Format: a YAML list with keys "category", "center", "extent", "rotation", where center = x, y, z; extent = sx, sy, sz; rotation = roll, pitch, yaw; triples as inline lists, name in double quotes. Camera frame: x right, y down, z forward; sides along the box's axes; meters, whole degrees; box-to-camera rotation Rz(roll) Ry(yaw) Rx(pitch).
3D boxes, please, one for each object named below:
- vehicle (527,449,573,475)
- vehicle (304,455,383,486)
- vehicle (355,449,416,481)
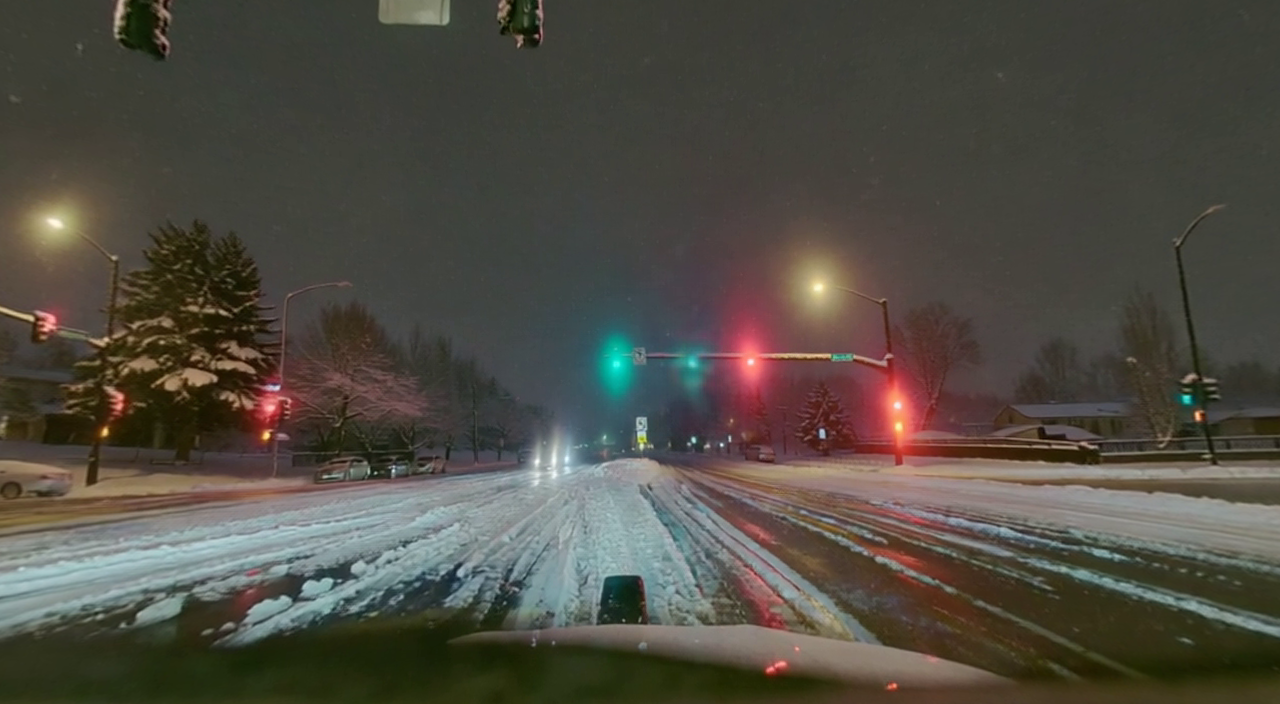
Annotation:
- category: "vehicle"
  center: [-5.501, 6.748, 38.791]
  extent: [2.154, 1.501, 4.416]
  rotation: [0, -8, 0]
- category: "vehicle"
  center: [-16.093, 6.438, 34.376]
  extent: [2.055, 1.506, 4.663]
  rotation: [0, -8, -1]
- category: "vehicle"
  center: [-16.206, 7.195, 40.279]
  extent: [1.960, 1.819, 5.018]
  rotation: [0, -8, -2]
